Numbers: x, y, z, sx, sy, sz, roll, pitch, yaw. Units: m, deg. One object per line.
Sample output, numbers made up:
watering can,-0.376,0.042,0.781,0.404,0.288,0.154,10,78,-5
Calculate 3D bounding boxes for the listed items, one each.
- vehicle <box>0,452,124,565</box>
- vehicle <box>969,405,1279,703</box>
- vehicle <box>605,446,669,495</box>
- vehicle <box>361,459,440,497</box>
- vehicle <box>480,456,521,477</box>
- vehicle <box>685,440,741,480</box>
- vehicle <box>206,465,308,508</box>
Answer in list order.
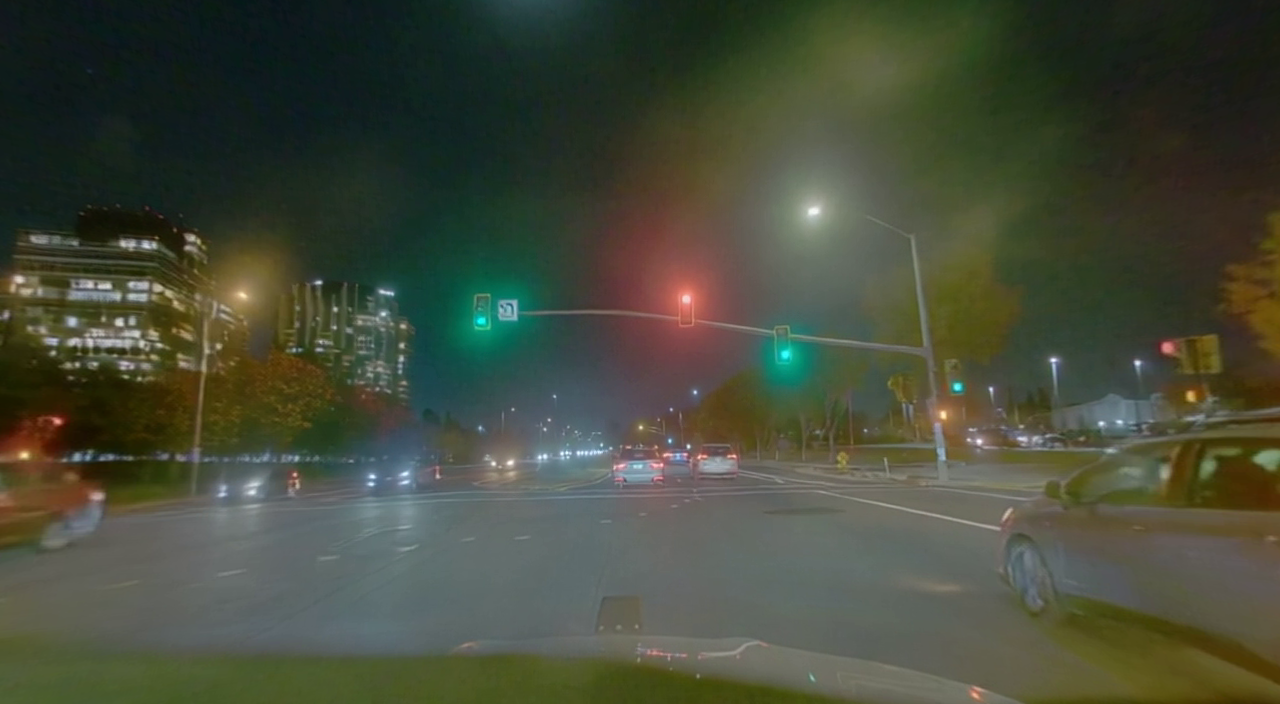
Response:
vehicle,-11.203,2.494,10.016,2.102,1.758,4.532,-1,-9,1
vehicle,3.839,1.022,3.086,2.049,1.473,4.425,0,-9,0
vehicle,-0.088,4.064,22.049,2.034,1.500,3.966,0,-9,0
vehicle,-10.787,5.676,28.816,1.808,1.512,4.447,0,-9,1
vehicle,-10.844,8.940,49.405,2.043,1.456,4.627,0,-9,1
vehicle,3.506,5.302,31.255,2.107,1.773,4.557,0,-9,-1
vehicle,-17.889,6.255,29.793,1.918,1.738,4.589,0,-9,0
